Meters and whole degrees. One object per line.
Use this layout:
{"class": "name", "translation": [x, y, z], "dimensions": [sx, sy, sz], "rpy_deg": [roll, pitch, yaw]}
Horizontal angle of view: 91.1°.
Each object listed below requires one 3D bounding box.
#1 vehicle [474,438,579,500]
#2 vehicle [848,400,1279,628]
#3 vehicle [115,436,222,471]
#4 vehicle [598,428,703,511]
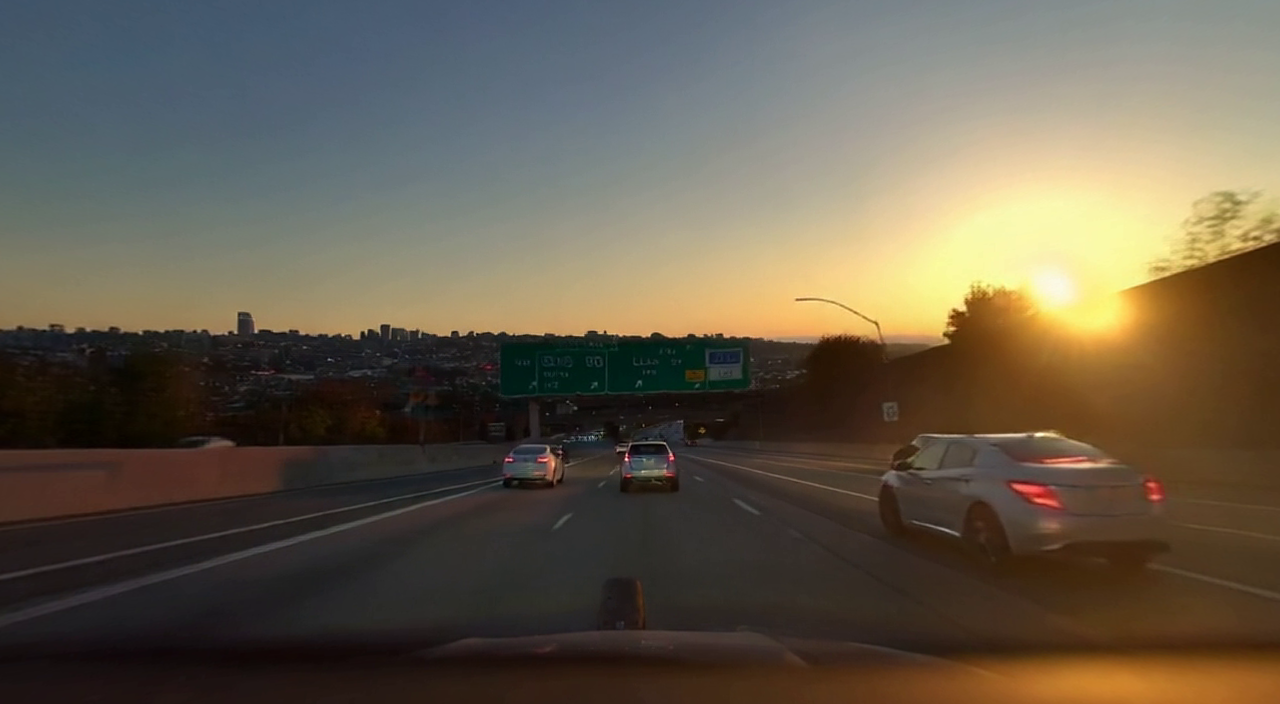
{"class": "vehicle", "translation": [-3.050, 3.254, 17.973], "dimensions": [2.011, 1.510, 4.698], "rpy_deg": [0, -9, 1]}
{"class": "vehicle", "translation": [4.072, 1.489, 6.726], "dimensions": [2.210, 1.625, 4.249], "rpy_deg": [0, -9, 0]}
{"class": "vehicle", "translation": [-26.554, 5.737, 35.629], "dimensions": [2.242, 1.794, 4.890], "rpy_deg": [0, -9, 1]}
{"class": "vehicle", "translation": [0.223, 2.672, 14.721], "dimensions": [2.099, 1.640, 4.134], "rpy_deg": [0, -9, 0]}
